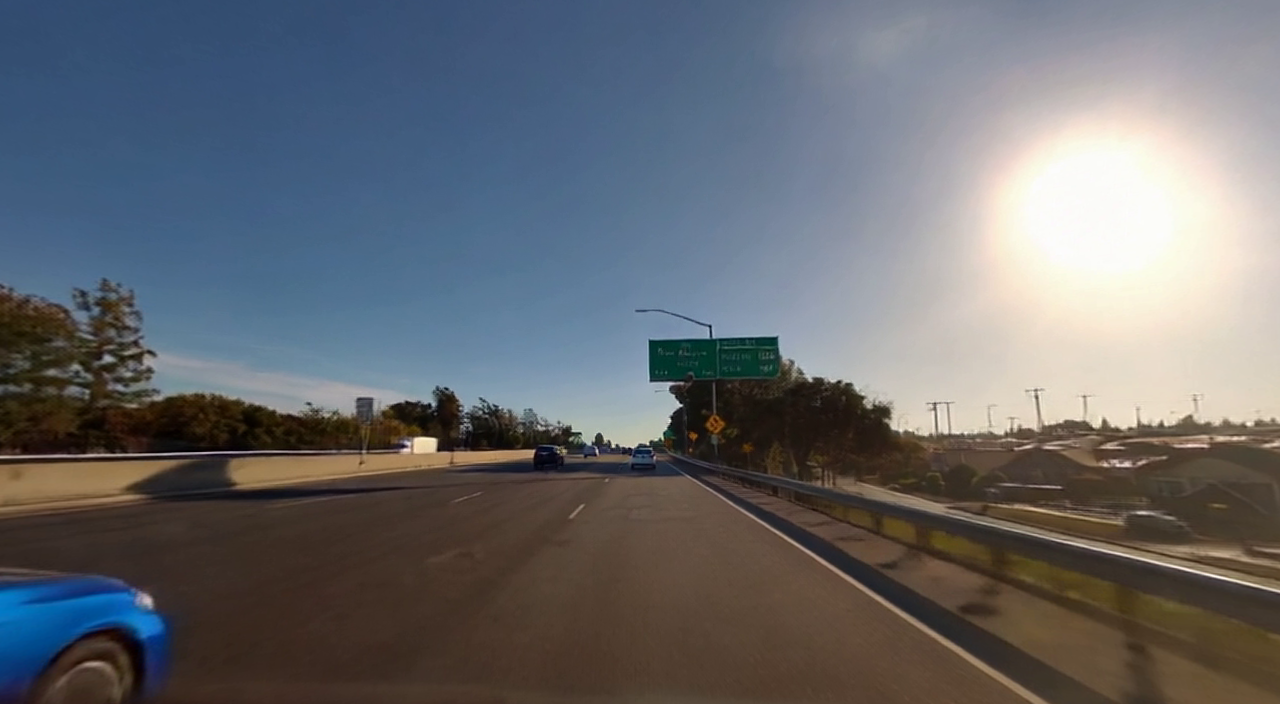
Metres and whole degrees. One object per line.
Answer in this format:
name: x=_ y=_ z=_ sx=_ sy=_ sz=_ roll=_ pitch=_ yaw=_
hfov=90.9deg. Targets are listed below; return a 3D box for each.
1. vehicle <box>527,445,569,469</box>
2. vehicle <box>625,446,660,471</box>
vehicle: x=-6.173 y=7.061 z=42.755 sx=2.075 sy=1.528 sz=4.327 roll=0 pitch=-8 yaw=1
vehicle: x=0.166 y=6.476 z=38.538 sx=2.051 sy=1.443 sz=3.770 roll=0 pitch=-8 yaw=0
